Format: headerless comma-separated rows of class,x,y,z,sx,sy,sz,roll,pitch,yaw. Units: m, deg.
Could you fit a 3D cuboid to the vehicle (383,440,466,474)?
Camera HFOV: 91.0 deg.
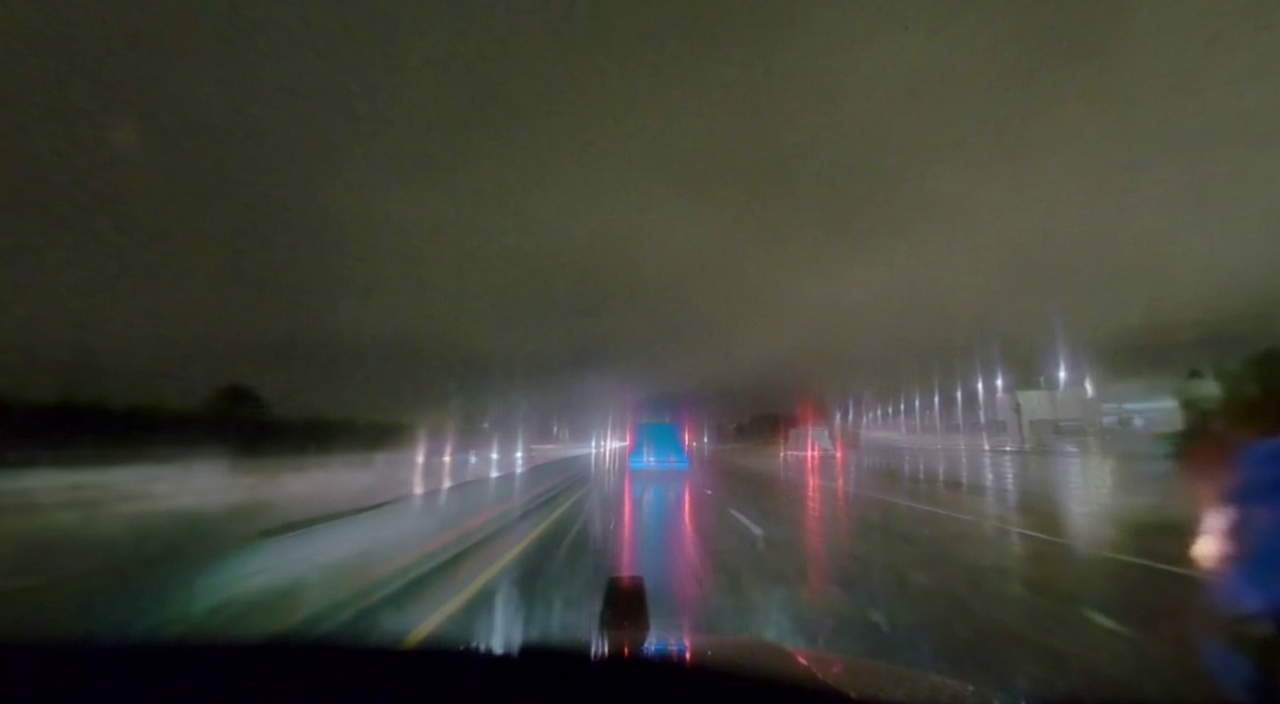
vehicle,-10.572,5.171,31.299,2.378,1.548,4.641,0,-8,2

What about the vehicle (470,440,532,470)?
vehicle,-7.638,5.709,35.110,2.233,1.535,4.793,0,-8,1

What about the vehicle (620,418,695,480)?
vehicle,0.625,3.525,22.991,2.469,2.027,4.554,0,-8,1
